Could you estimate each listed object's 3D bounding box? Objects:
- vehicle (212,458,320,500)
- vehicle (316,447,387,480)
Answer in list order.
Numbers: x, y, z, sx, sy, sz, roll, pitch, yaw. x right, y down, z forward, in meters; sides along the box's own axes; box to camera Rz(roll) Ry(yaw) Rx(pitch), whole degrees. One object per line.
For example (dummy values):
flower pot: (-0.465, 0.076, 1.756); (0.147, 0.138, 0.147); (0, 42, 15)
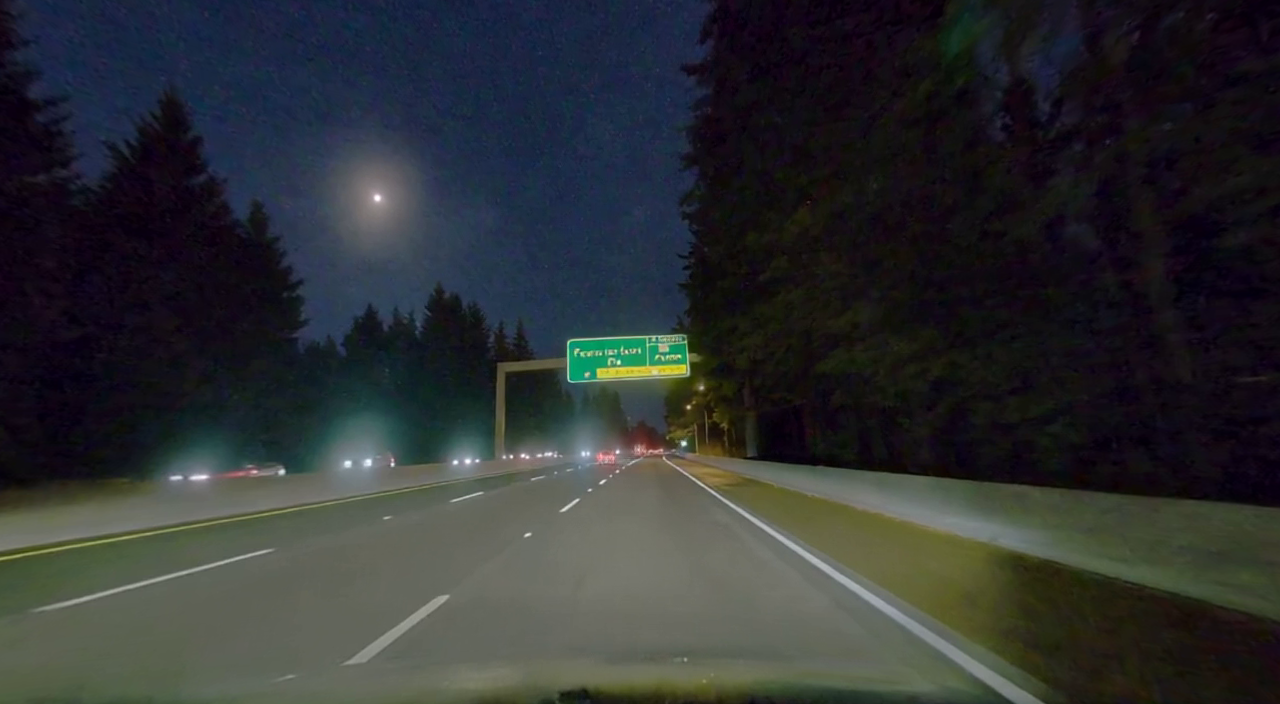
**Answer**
vehicle: (-15.139, 5.150, 25.670); (1.869, 1.484, 3.976); (0, -9, 1)
vehicle: (-19.068, 7.370, 41.756); (2.178, 1.980, 5.087); (0, -9, 1)
